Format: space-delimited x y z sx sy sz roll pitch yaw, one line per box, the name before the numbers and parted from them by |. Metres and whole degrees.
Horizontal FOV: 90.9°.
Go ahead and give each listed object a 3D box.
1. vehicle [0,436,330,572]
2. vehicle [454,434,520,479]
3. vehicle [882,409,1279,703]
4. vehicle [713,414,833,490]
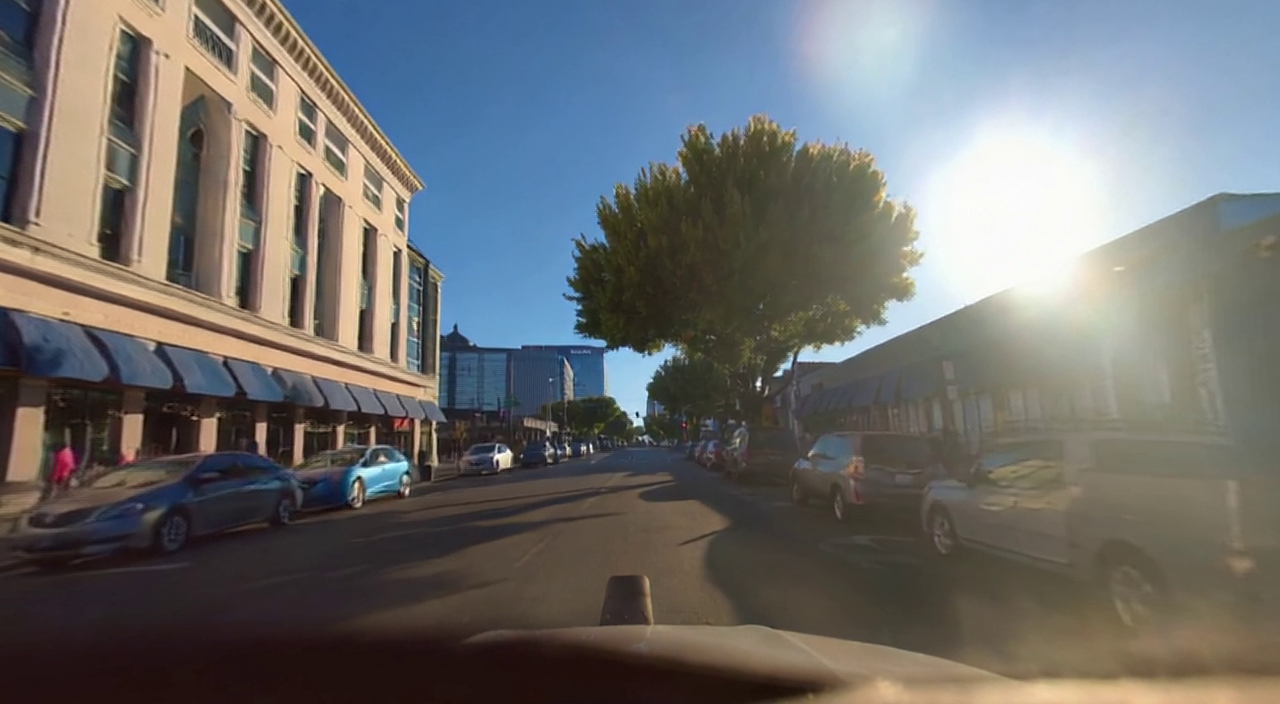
vehicle | -7.195 2.155 10.032 2.001 1.502 4.851 -1 -6 1
vehicle | -7.059 4.842 29.724 1.996 1.770 5.518 -1 -6 -3
vehicle | 4.110 1.328 5.624 1.973 1.494 4.867 0 -7 0
vehicle | 3.863 2.985 19.498 2.390 2.005 5.276 0 -7 -2
